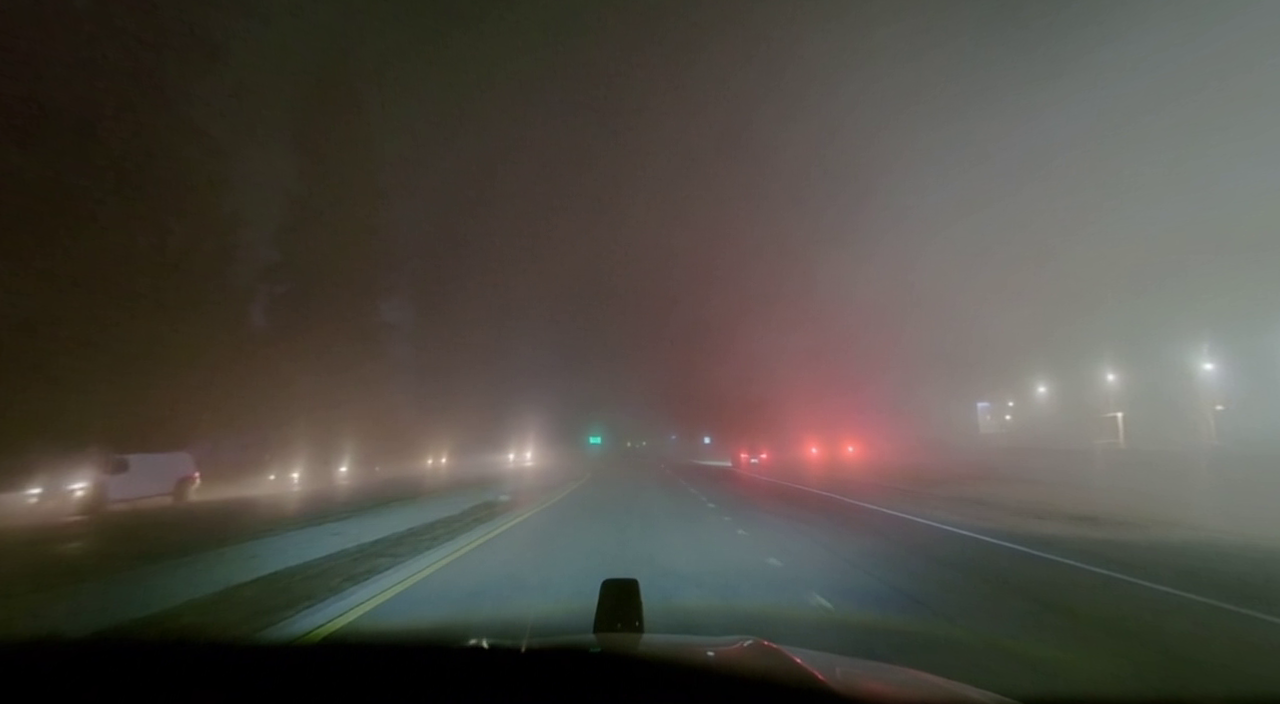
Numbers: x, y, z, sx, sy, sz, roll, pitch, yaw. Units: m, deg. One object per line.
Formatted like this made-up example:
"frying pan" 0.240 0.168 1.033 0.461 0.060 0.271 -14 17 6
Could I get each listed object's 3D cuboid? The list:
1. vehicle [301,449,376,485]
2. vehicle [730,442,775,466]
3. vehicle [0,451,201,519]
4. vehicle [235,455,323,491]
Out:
"vehicle" -17.790 6.771 37.601 1.926 1.684 5.378 -3 -7 -1
"vehicle" 7.308 6.696 41.542 1.961 1.465 4.468 0 -8 -2
"vehicle" -17.705 4.281 21.138 1.999 1.875 5.842 0 -8 -2
"vehicle" -17.865 5.975 31.499 1.851 1.563 4.336 0 -8 0
